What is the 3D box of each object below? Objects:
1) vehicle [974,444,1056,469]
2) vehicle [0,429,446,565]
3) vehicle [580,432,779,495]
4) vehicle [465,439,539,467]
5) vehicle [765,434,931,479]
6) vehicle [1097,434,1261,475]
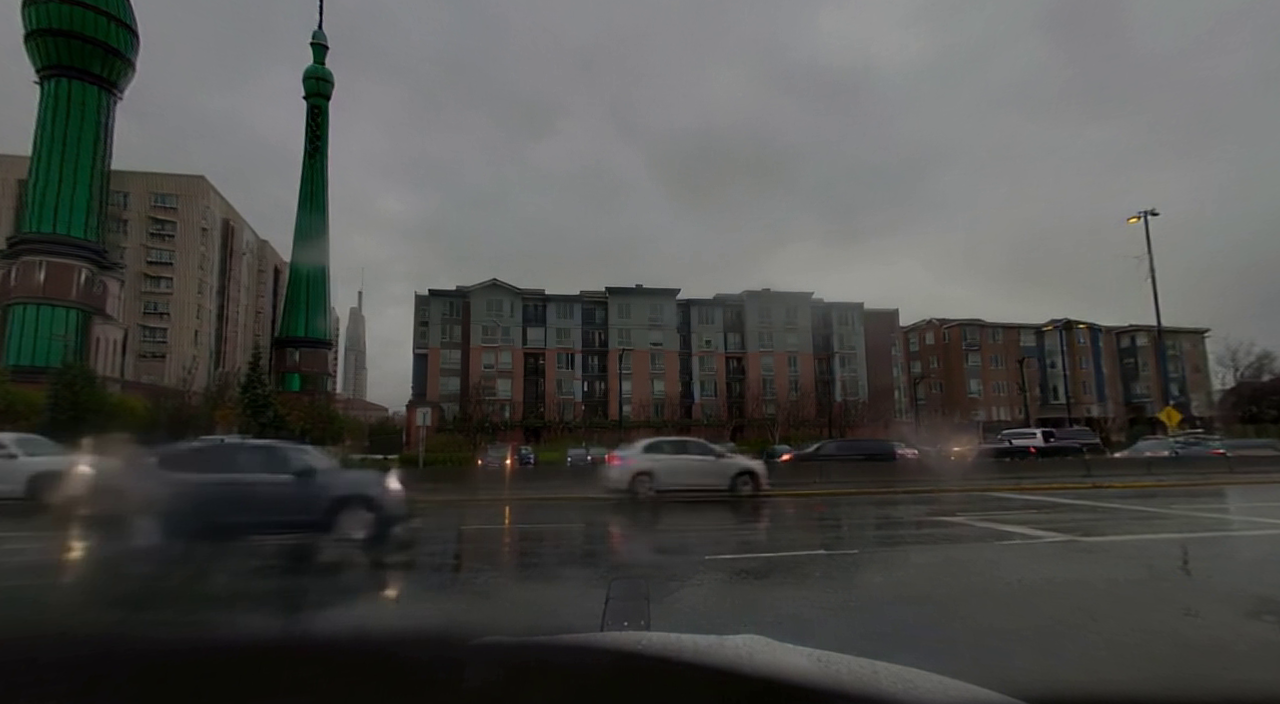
[{"bbox_3d":[25.285,7.042,42.549,4.604,1.600,1.875,2,-9,-11],"label":"vehicle"},{"bbox_3d":[-5.244,1.849,8.579,4.685,1.528,2.014,1,-9,-9],"label":"vehicle"},{"bbox_3d":[0.923,2.850,16.375,4.818,1.470,1.989,1,-9,-9],"label":"vehicle"},{"bbox_3d":[-10.173,7.463,46.560,4.920,1.956,1.865,-2,-9,15],"label":"vehicle"},{"bbox_3d":[7.347,3.698,22.466,5.371,1.488,1.763,1,-9,-10],"label":"vehicle"},{"bbox_3d":[20.631,3.918,24.211,4.921,1.453,1.894,1,-9,-8],"label":"vehicle"}]
